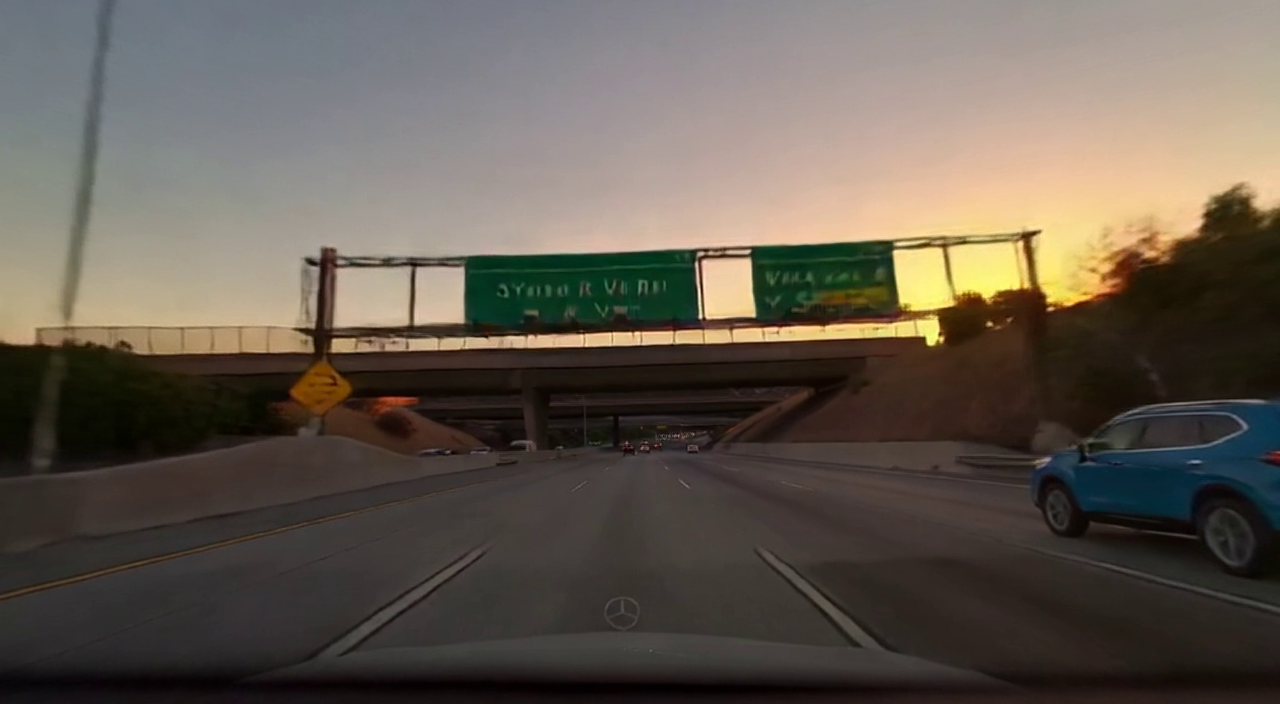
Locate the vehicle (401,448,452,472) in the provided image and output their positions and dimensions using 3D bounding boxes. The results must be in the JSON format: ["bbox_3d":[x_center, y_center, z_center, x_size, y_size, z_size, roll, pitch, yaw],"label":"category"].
[{"bbox_3d":[-14.130,7.134,42.016,1.880,1.467,4.331,0,-9,1],"label":"vehicle"}]

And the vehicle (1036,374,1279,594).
[{"bbox_3d":[6.711,1.301,6.501,2.222,1.899,4.595,0,-9,0],"label":"vehicle"}]
